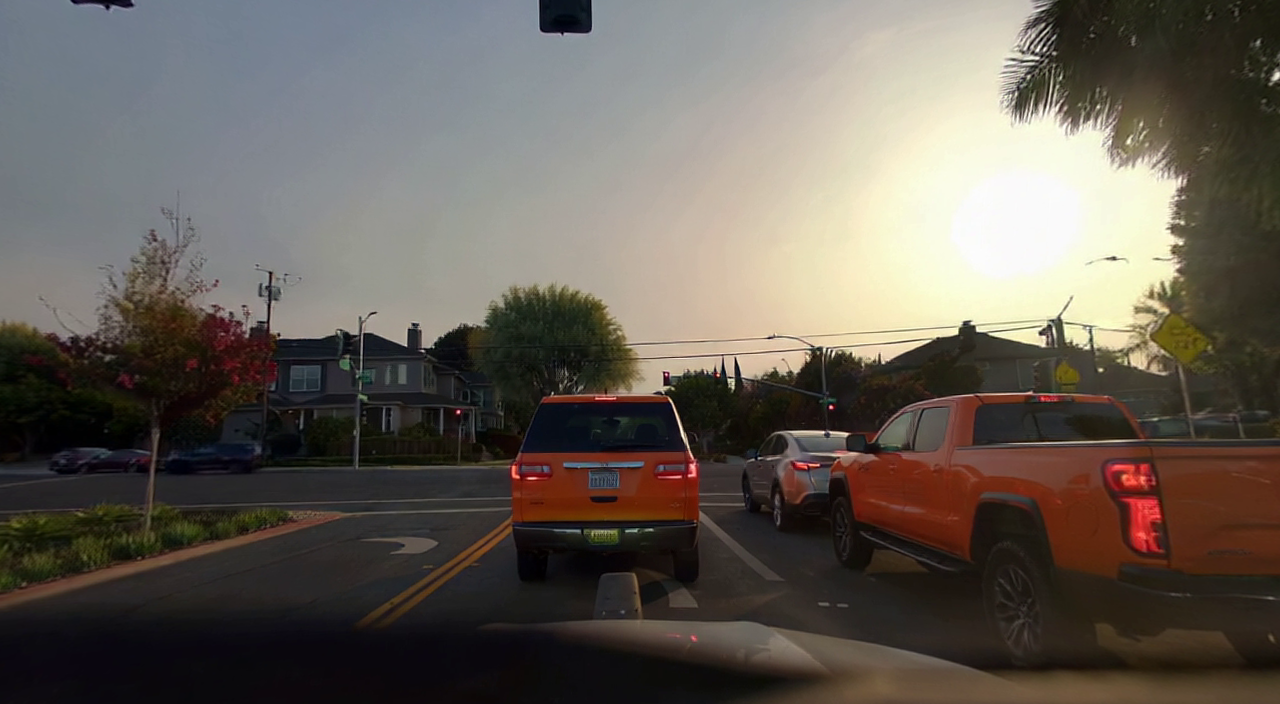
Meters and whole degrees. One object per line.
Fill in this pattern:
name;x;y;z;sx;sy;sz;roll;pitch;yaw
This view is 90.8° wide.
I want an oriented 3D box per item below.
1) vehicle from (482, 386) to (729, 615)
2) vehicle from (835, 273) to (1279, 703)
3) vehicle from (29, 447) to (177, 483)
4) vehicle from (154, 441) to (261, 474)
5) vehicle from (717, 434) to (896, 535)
vehicle;-0.251;1.403;6.698;1.915;1.780;3.379;0;-8;1
vehicle;2.989;0.951;3.916;1.886;1.849;5.070;0;-8;-1
vehicle;-22.877;4.793;27.078;4.533;1.350;1.714;0;-8;-9
vehicle;-23.404;5.713;34.322;4.289;1.672;1.864;1;-8;-9
vehicle;2.716;2.267;11.537;1.952;1.465;4.421;0;-8;-2
